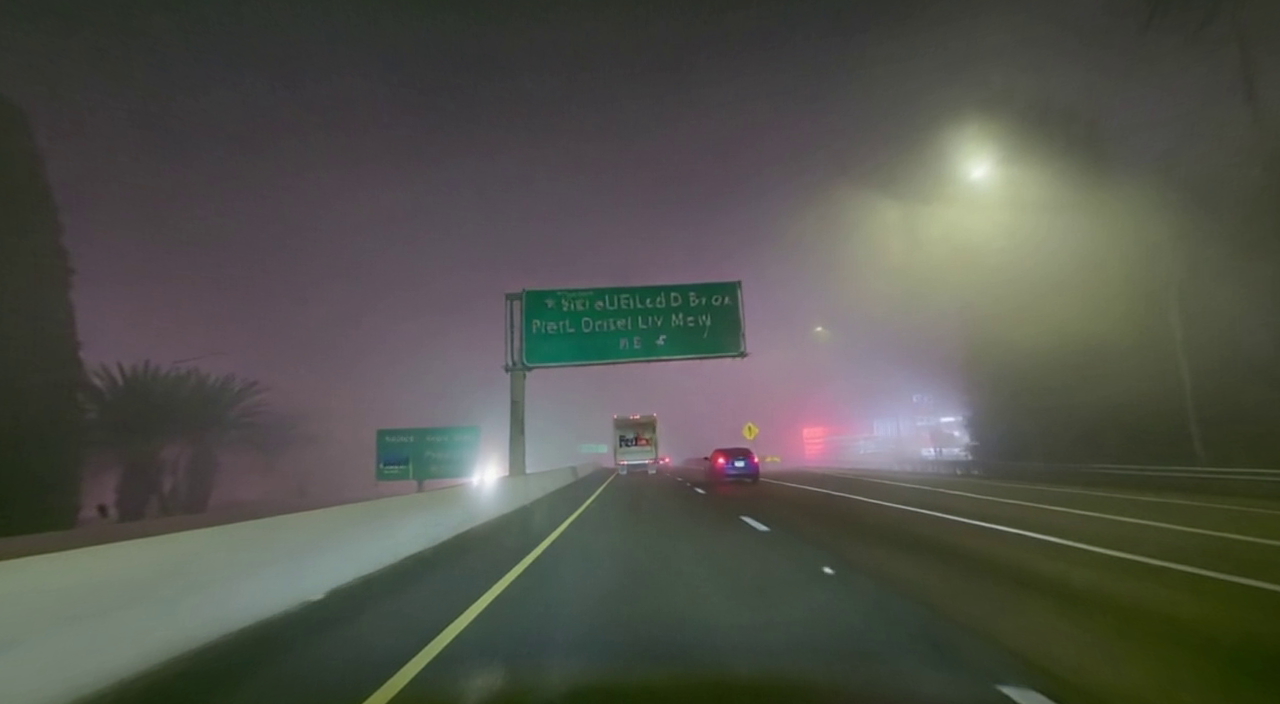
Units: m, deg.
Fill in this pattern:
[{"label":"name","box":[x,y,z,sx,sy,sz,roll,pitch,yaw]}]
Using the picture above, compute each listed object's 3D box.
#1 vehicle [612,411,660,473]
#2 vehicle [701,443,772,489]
[{"label":"vehicle","box":[-0.398,6.945,48.355,3.243,4.134,11.656,0,-9,-1]},{"label":"vehicle","box":[3.594,4.314,24.144,1.966,1.558,4.238,0,-9,-1]}]
